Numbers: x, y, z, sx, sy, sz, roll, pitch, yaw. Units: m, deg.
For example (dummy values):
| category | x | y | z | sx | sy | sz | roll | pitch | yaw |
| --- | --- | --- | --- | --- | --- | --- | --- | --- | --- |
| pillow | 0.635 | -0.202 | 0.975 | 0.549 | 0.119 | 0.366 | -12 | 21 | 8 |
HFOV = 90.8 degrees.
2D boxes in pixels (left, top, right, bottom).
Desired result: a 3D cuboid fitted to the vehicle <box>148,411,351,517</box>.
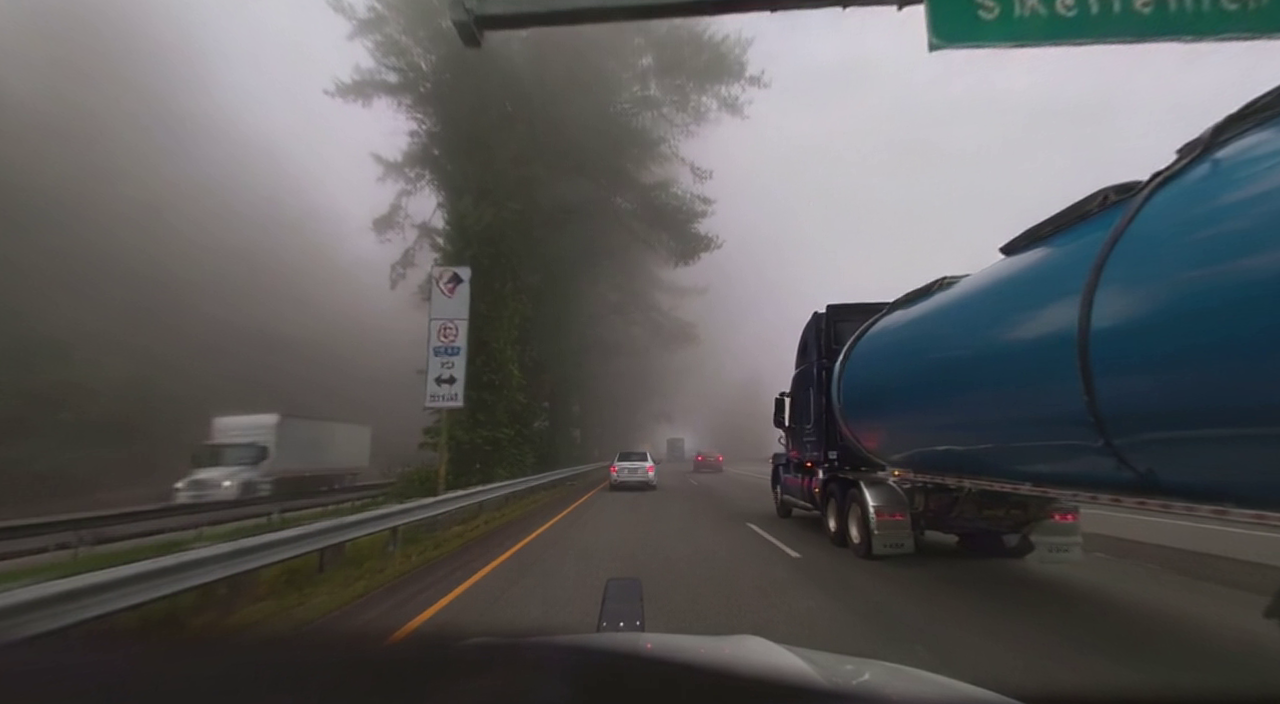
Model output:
| category | x | y | z | sx | sy | sz | roll | pitch | yaw |
| --- | --- | --- | --- | --- | --- | --- | --- | --- | --- |
| vehicle | -12.148 | 3.486 | 20.501 | 2.375 | 2.798 | 6.597 | -2 | -8 | 0 |

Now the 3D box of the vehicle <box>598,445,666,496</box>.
| category | x | y | z | sx | sy | sz | roll | pitch | yaw |
| --- | --- | --- | --- | --- | --- | --- | --- | --- | --- |
| vehicle | -0.224 | 3.835 | 20.674 | 2.003 | 1.490 | 3.636 | 0 | -9 | 0 |

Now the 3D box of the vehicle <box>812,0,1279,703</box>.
| category | x | y | z | sx | sy | sz | roll | pitch | yaw |
| --- | --- | --- | --- | --- | --- | --- | --- | --- | --- |
| vehicle | 3.915 | 0.107 | 3.322 | 2.694 | 3.453 | 11.641 | 0 | -9 | 0 |
